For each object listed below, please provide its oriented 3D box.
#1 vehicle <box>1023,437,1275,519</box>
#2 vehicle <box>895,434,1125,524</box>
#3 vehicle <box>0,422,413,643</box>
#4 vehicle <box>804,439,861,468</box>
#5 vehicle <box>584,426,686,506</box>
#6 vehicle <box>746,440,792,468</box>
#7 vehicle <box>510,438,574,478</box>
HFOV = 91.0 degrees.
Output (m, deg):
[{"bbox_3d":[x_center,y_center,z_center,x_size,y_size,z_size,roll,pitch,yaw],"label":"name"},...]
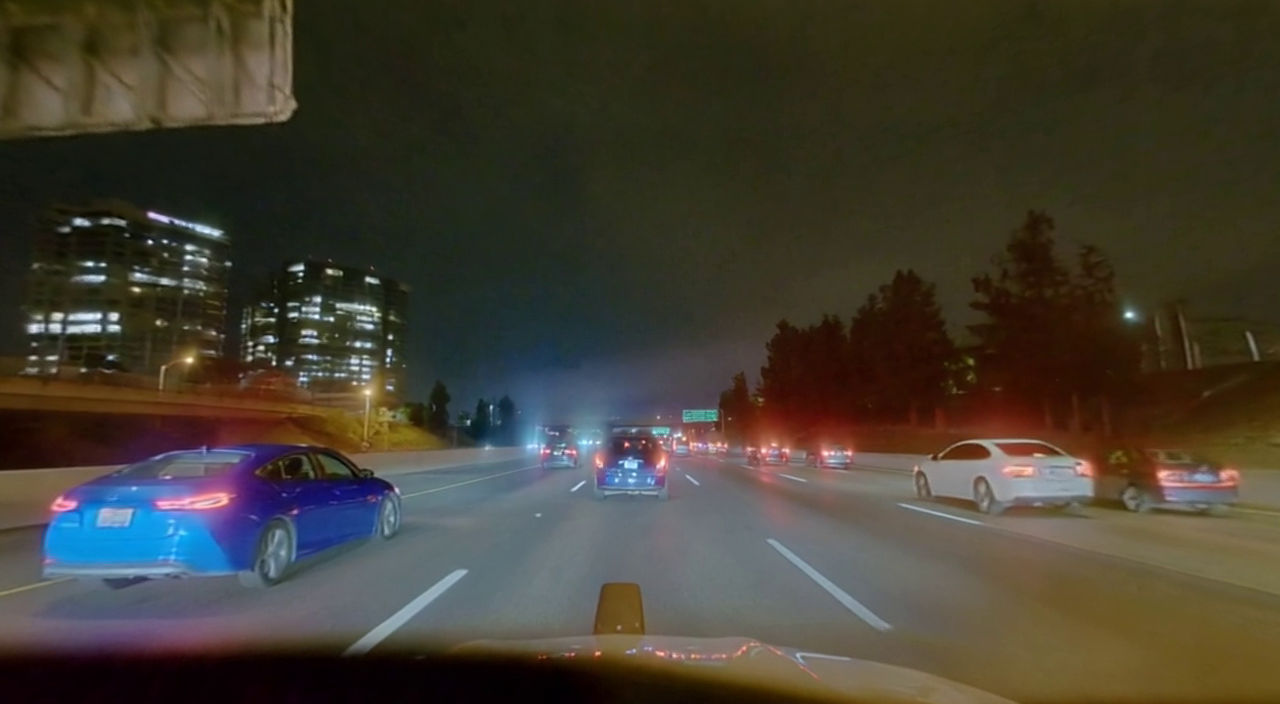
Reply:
[{"bbox_3d":[11.035,2.730,14.209,2.008,1.516,4.385,0,-9,0],"label":"vehicle"},{"bbox_3d":[7.375,2.561,13.277,2.049,1.521,4.604,0,-9,0],"label":"vehicle"},{"bbox_3d":[-4.178,1.566,6.563,1.974,1.478,4.412,0,-9,0],"label":"vehicle"},{"bbox_3d":[11.592,6.127,38.262,1.992,1.625,4.359,1,-9,-1],"label":"vehicle"},{"bbox_3d":[-0.083,2.775,15.647,2.181,1.697,4.021,0,-9,1],"label":"vehicle"},{"bbox_3d":[7.493,5.947,36.765,1.880,1.526,3.641,1,-9,0],"label":"vehicle"},{"bbox_3d":[-3.993,4.417,26.384,1.947,1.516,4.295,0,-9,1],"label":"vehicle"}]
